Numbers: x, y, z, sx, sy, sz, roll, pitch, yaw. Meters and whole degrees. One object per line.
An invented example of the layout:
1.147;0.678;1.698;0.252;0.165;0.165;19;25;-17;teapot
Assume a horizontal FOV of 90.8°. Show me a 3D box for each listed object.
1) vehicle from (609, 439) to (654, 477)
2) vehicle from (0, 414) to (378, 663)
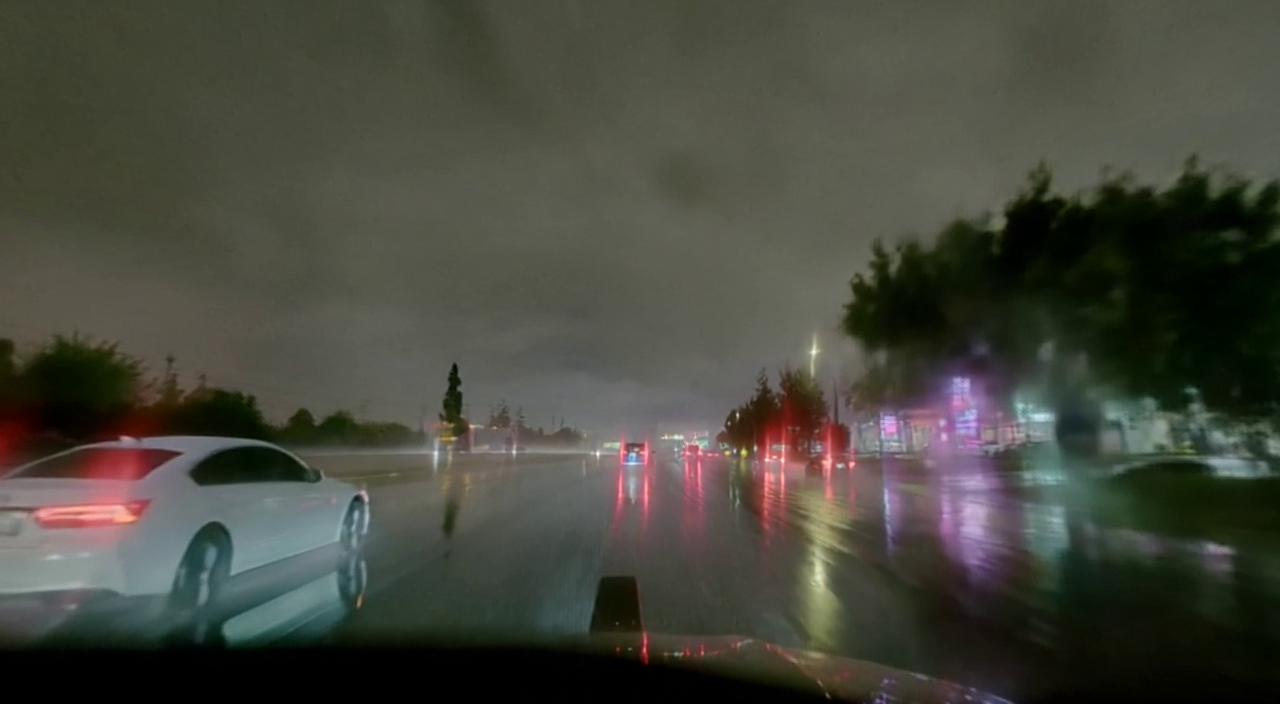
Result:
-0.392;5.602;33.681;2.155;1.856;4.796;0;-9;2;vehicle
-4.471;1.468;6.142;1.907;1.483;4.562;0;-9;0;vehicle
